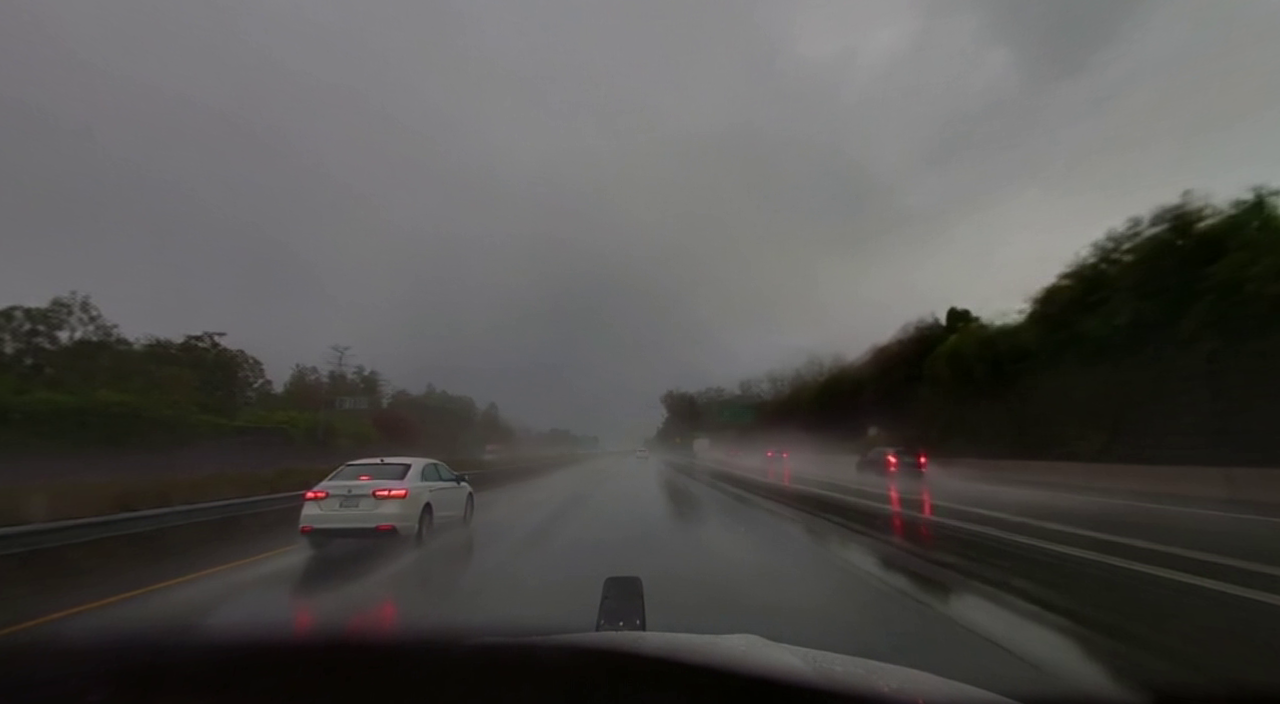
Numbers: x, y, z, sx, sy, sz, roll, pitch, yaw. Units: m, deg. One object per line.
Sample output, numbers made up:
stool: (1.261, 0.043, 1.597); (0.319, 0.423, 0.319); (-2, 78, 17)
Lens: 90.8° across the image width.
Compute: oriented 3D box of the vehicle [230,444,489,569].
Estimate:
vehicle: (-3.853, 2.191, 9.752); (1.873, 1.438, 4.546); (0, -9, 1)

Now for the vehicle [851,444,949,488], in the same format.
vehicle: (9.752, 4.320, 24.137); (1.884, 1.485, 4.600); (-1, -9, 2)
